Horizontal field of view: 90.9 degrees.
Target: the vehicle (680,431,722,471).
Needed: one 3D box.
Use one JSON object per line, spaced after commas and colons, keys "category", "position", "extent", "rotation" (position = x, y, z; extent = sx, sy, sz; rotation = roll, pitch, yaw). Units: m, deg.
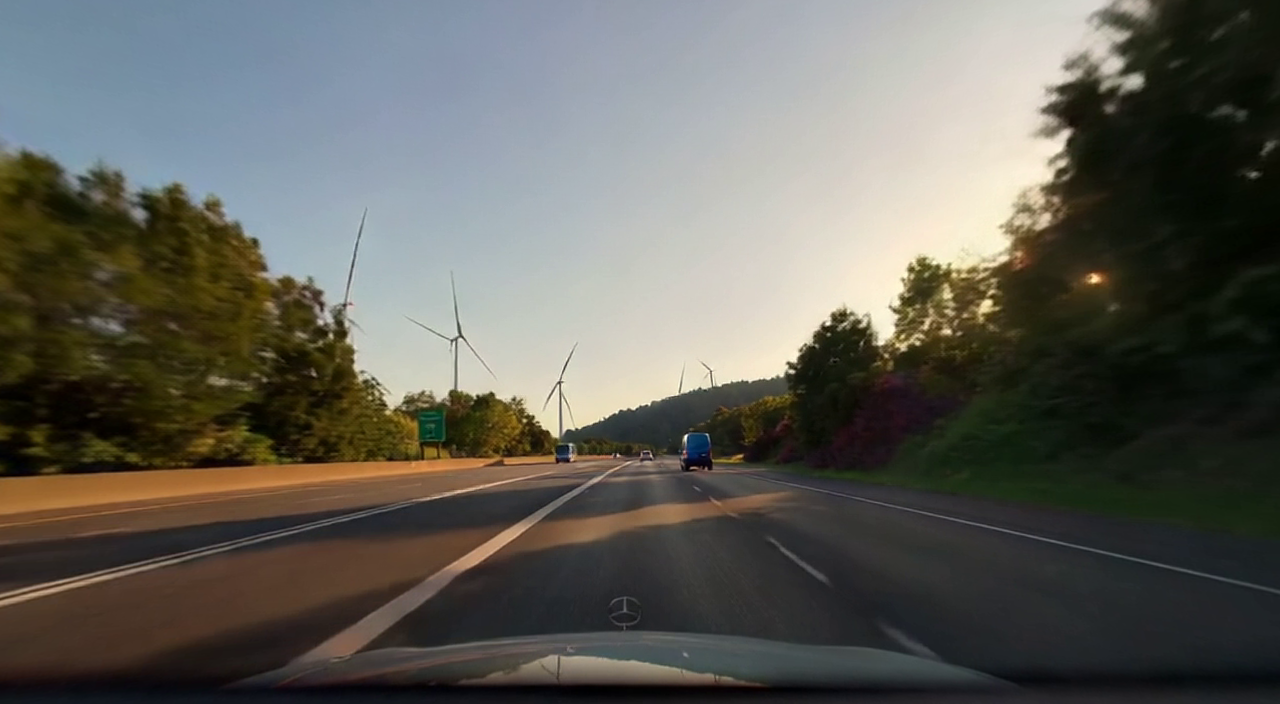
{"category": "vehicle", "position": [4.404, 7.293, 46.571], "extent": [2.437, 2.735, 5.507], "rotation": [0, -9, -1]}
